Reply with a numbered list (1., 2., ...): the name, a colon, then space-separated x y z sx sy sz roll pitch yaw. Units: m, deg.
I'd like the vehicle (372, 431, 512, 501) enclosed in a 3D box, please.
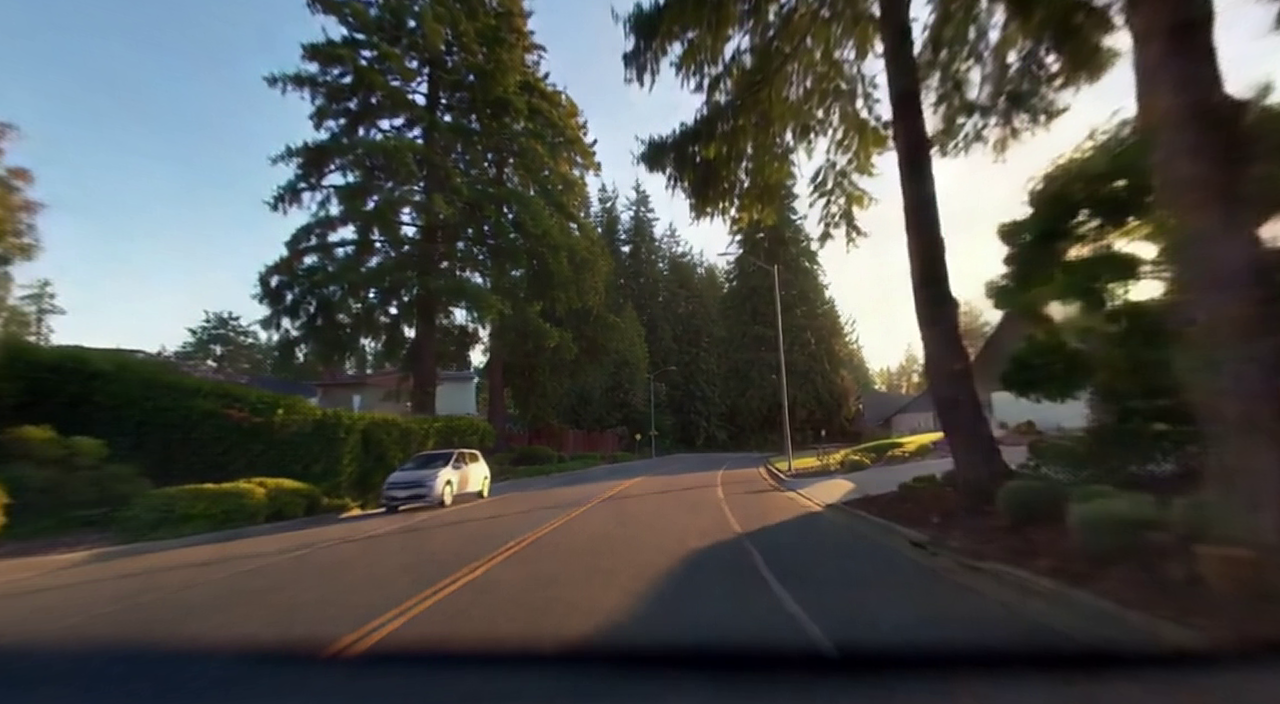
1. vehicle: -5.304 3.308 17.793 2.002 1.601 5.012 -3 -13 4
